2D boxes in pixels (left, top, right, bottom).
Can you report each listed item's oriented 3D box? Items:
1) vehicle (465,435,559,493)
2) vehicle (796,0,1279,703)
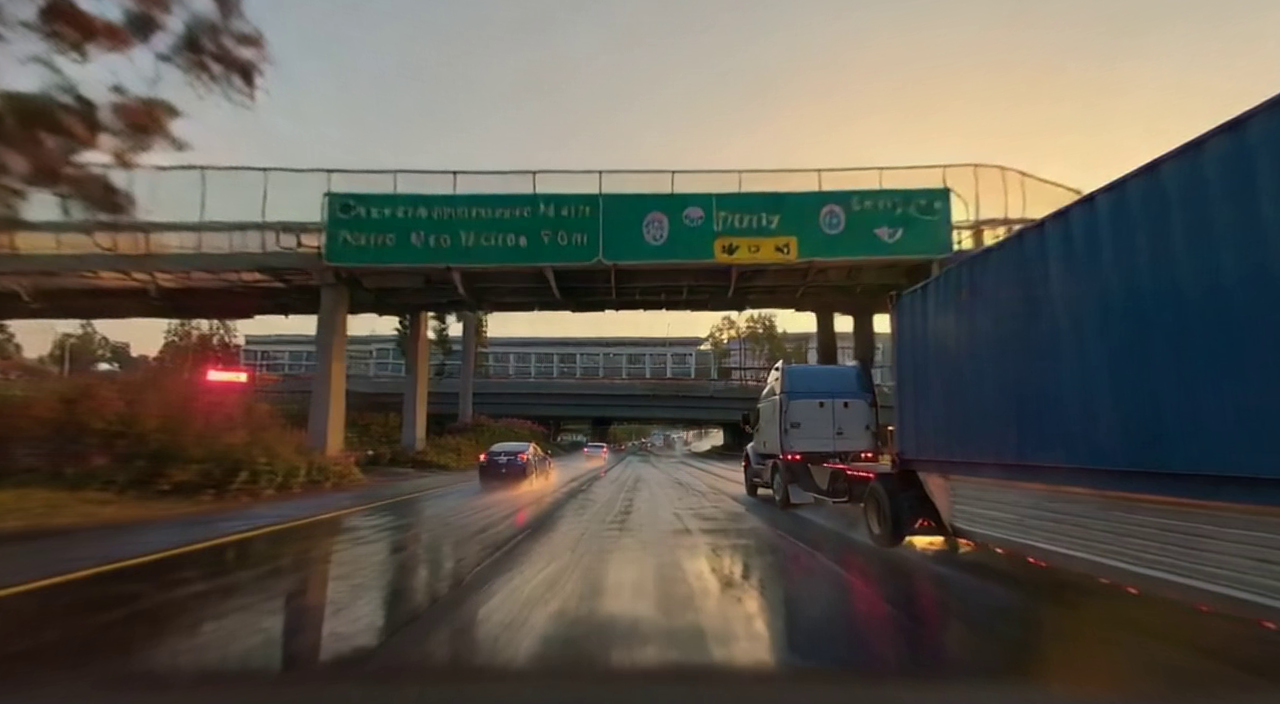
[{"bbox_3d":[-3.713,3.333,19.043,1.954,1.528,4.010,0,-9,1],"label":"vehicle"},{"bbox_3d":[3.920,-0.193,3.348,2.893,3.992,13.605,0,-8,1],"label":"vehicle"}]
